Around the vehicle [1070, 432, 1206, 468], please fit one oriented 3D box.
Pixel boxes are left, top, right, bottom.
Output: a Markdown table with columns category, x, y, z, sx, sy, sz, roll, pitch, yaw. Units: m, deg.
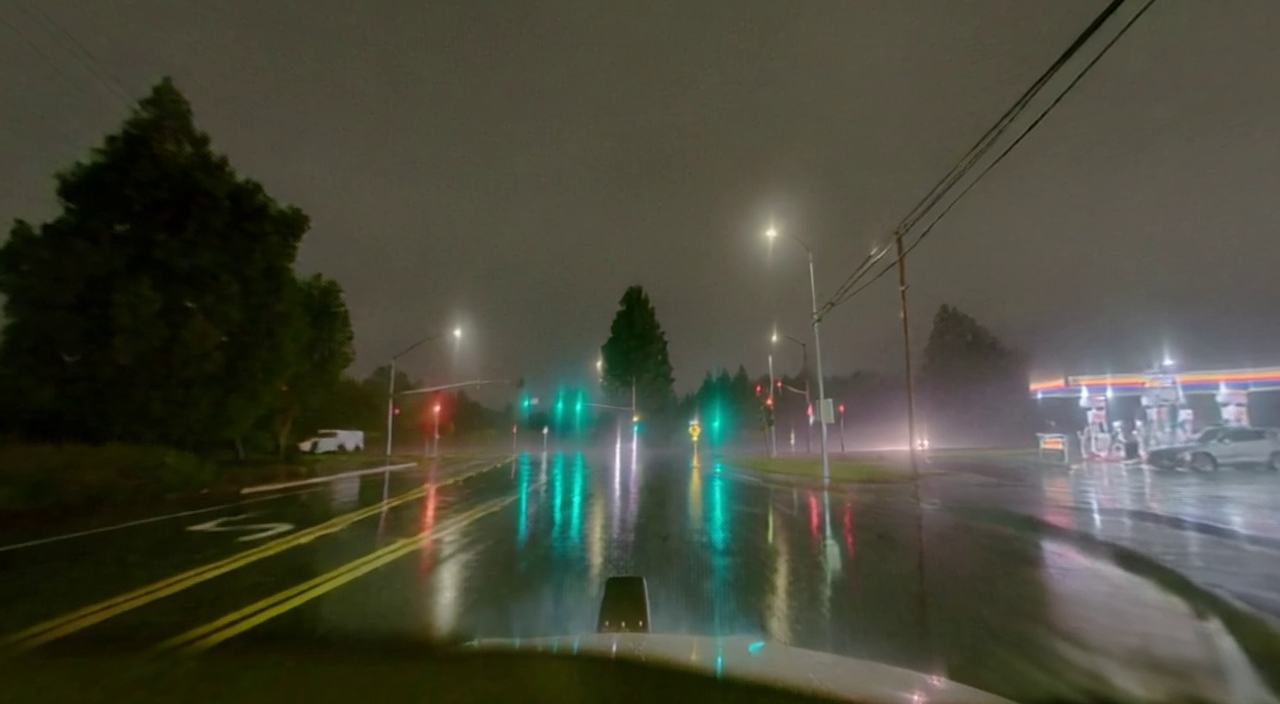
| category | x | y | z | sx | sy | sz | roll | pitch | yaw |
| --- | --- | --- | --- | --- | --- | --- | --- | --- | --- |
| vehicle | 22.028 | 4.336 | 27.867 | 4.661 | 1.476 | 1.943 | 1 | -9 | -9 |

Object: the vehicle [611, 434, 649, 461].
| category | x | y | z | sx | sy | sz | roll | pitch | yaw |
| --- | --- | --- | --- | --- | --- | --- | --- | --- | --- |
| vehicle | -0.805 | 7.139 | 47.074 | 2.300 | 1.868 | 4.690 | 1 | -9 | -8 |

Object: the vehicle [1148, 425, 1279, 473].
| category | x | y | z | sx | sy | sz | roll | pitch | yaw |
| --- | --- | --- | --- | --- | --- | --- | --- | --- | --- |
| vehicle | 23.255 | 3.848 | 25.004 | 4.594 | 1.790 | 2.042 | 2 | -8 | -9 |
